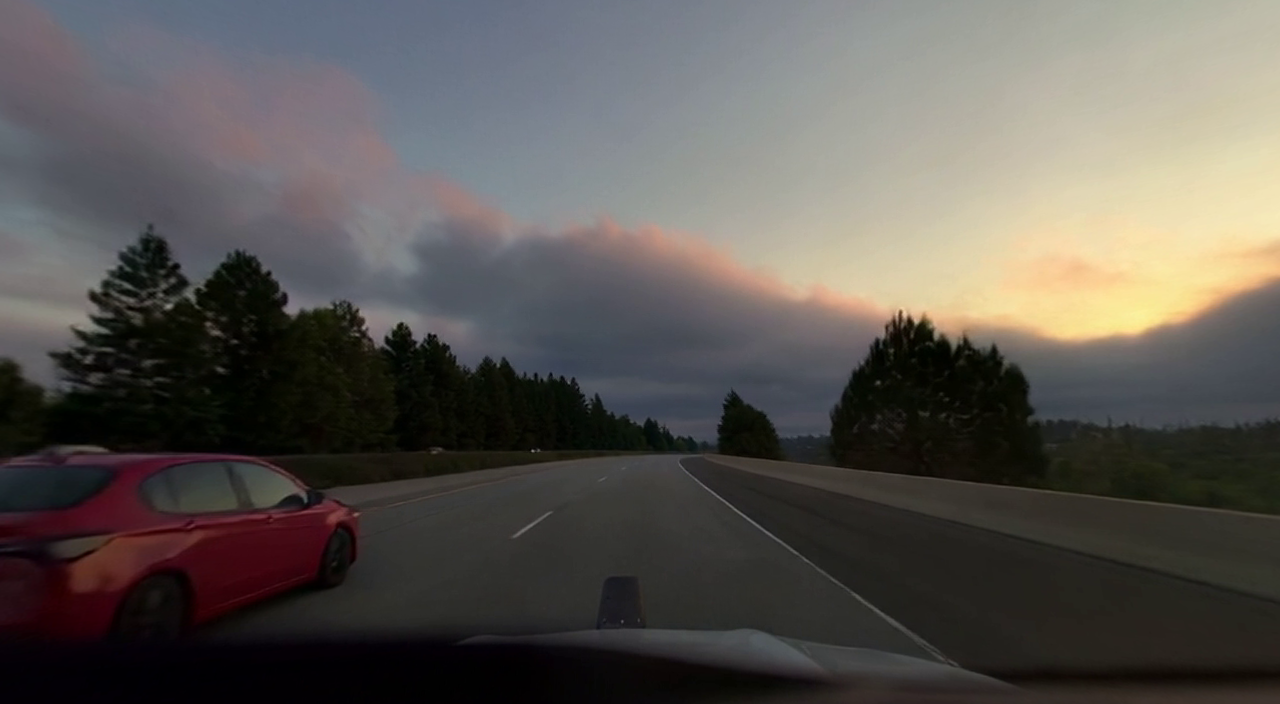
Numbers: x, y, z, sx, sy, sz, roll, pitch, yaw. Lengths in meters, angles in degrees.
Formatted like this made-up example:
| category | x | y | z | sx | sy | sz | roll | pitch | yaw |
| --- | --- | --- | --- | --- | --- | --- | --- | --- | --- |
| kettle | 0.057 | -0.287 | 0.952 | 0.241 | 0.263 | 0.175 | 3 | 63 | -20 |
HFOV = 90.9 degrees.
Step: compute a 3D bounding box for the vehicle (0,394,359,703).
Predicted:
| category | x | y | z | sx | sy | sz | roll | pitch | yaw |
| --- | --- | --- | --- | --- | --- | --- | --- | --- | --- |
| vehicle | -3.427 | 1.047 | 3.299 | 1.934 | 1.486 | 4.115 | 0 | -9 | 1 |
